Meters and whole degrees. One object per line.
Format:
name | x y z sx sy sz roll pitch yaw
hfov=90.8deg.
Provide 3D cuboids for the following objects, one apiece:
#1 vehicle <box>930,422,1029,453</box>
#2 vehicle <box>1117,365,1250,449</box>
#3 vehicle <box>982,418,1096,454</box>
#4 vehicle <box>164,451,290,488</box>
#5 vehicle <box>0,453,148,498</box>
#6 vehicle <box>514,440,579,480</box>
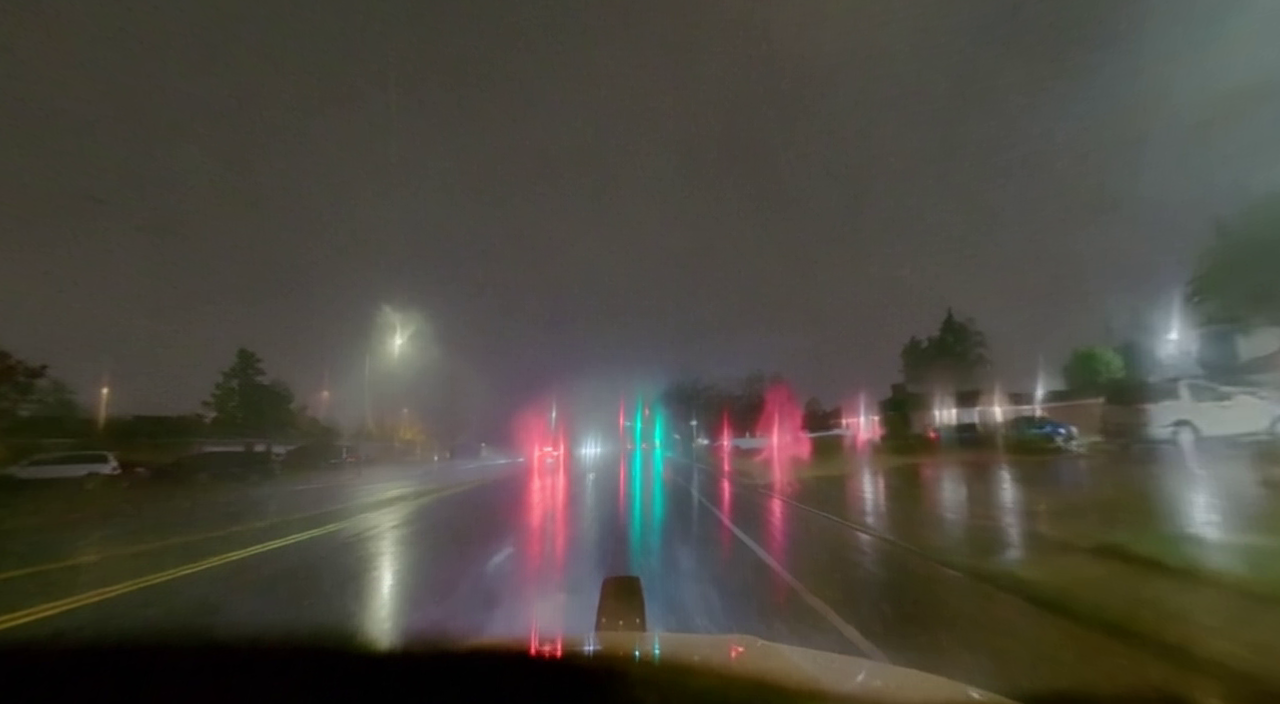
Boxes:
vehicle | 19.941 5.056 37.292 4.605 1.480 1.994 -3 -8 1
vehicle | 17.637 1.988 20.902 2.153 2.355 5.958 -5 -10 30
vehicle | 17.172 3.680 27.476 1.784 1.411 4.402 0 -9 -5
vehicle | -20.894 5.933 32.150 4.866 1.749 2.158 0 -9 1
vehicle | -26.205 5.575 28.705 6.046 1.942 2.085 -1 -9 3
vehicle | -3.716 4.381 25.915 2.030 1.467 4.251 0 -9 0
